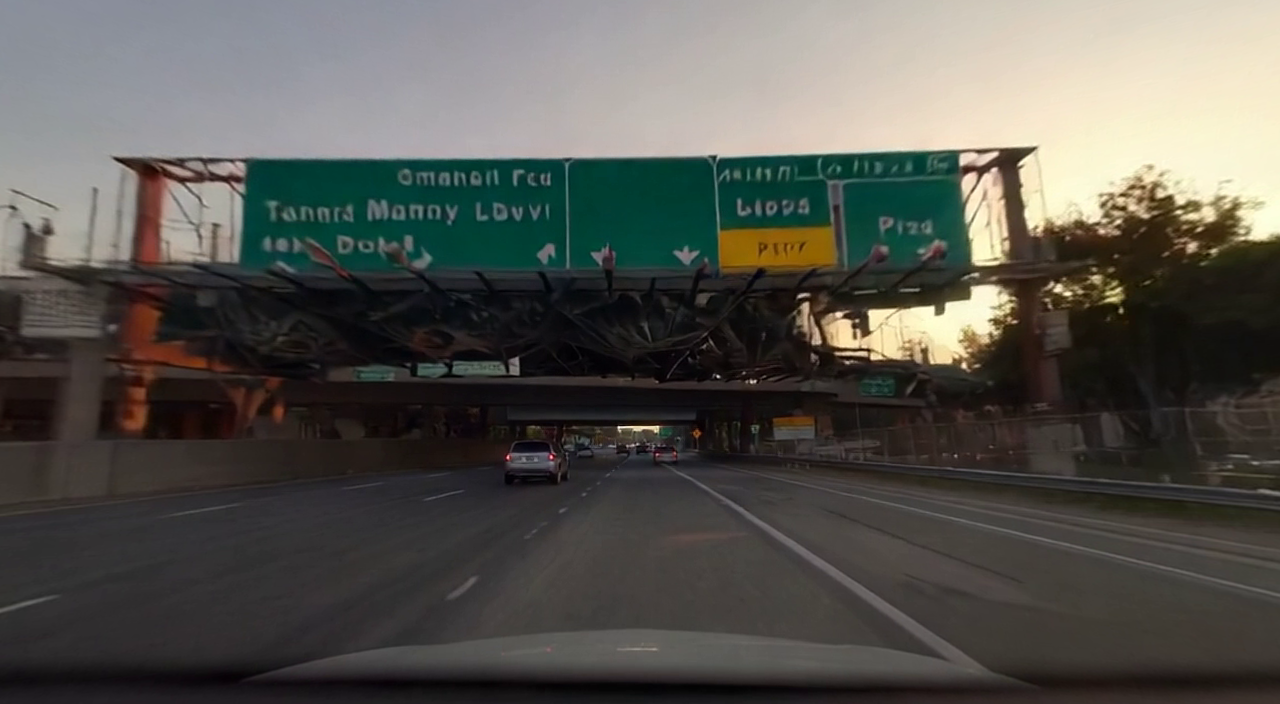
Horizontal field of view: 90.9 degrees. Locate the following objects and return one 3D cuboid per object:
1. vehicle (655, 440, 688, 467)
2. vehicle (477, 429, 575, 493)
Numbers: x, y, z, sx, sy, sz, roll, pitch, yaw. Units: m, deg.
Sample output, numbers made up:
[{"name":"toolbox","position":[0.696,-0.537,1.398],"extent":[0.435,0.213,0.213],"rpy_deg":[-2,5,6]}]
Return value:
[{"name":"vehicle","position":[1.991,6.532,40.714],"extent":[2.023,1.589,4.030],"rpy_deg":[-1,-8,1]},{"name":"vehicle","position":[-3.441,3.405,19.988],"extent":[2.214,1.759,4.435],"rpy_deg":[-1,-8,1]}]
